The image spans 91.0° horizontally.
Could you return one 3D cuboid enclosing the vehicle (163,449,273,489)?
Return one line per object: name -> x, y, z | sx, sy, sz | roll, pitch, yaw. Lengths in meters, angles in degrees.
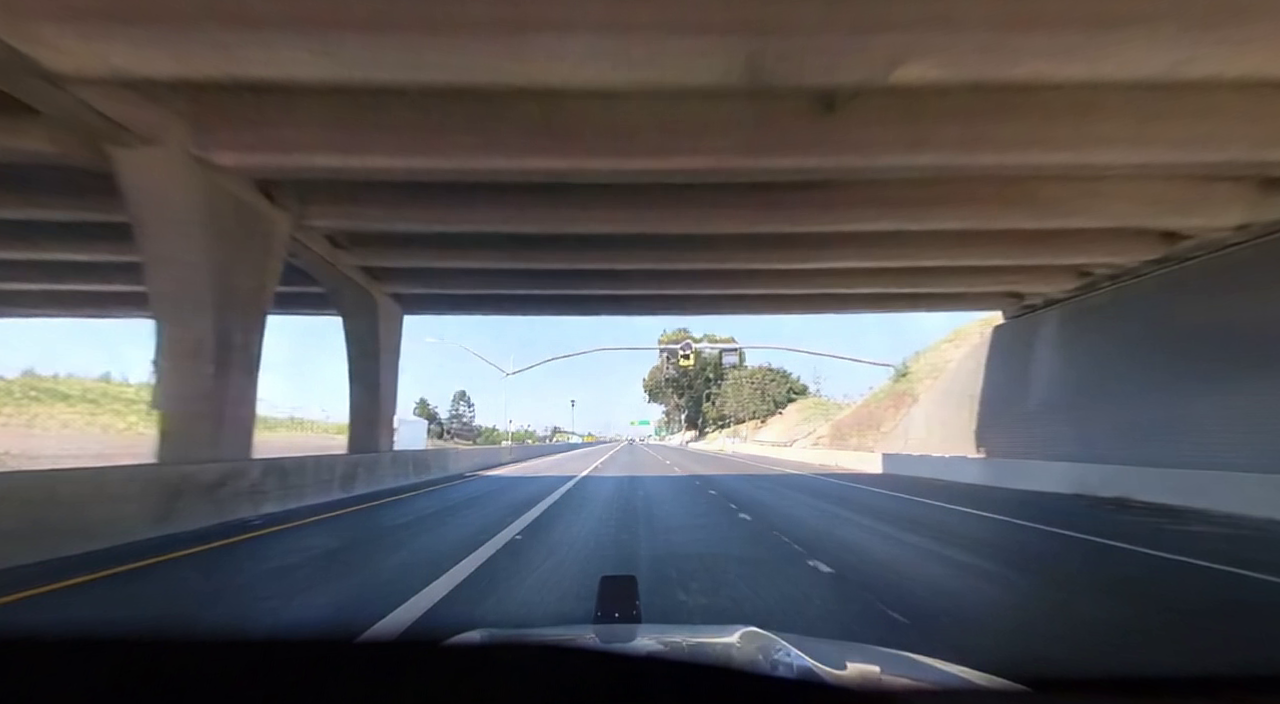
vehicle -> -18.010, 4.967, 27.122 | 1.911, 1.468, 4.258 | 0, -8, -2
